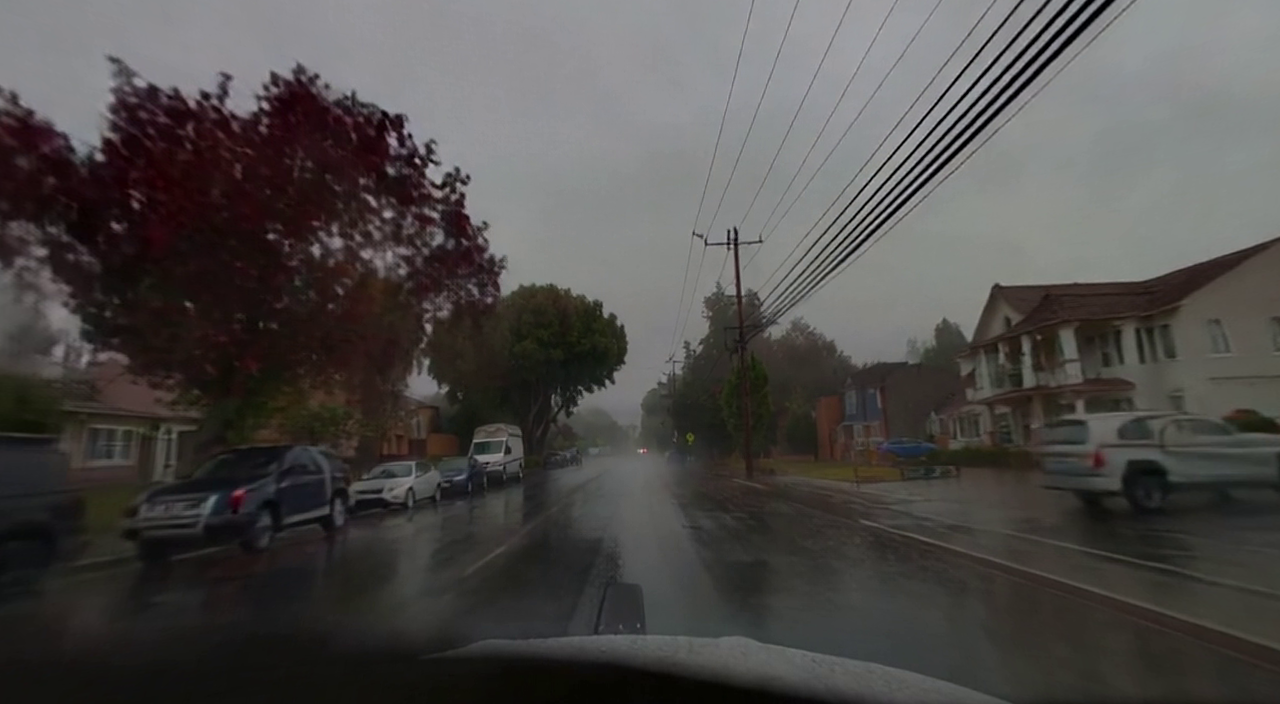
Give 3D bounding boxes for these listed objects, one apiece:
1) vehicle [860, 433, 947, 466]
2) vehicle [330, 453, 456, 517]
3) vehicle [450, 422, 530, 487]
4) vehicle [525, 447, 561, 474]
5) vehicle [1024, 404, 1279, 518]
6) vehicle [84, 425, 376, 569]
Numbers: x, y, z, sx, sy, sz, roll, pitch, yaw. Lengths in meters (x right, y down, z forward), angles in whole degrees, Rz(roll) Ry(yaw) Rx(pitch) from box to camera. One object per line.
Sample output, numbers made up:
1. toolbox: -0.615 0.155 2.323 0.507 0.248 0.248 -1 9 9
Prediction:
1. vehicle: 15.834 5.906 38.095 4.275 1.645 1.874 -4 -12 1
2. vehicle: -6.560 3.564 17.359 1.858 1.476 4.262 -1 -9 -2
3. vehicle: -6.957 4.873 30.014 2.439 2.724 5.647 -1 -10 -1
4. vehicle: -6.956 7.788 45.692 1.963 1.820 4.297 0 -9 -1
5. vehicle: 9.830 1.858 10.999 4.979 1.769 1.943 0 -9 -1
6. vehicle: -6.474 2.345 10.846 1.941 1.832 4.666 -2 -10 -1
